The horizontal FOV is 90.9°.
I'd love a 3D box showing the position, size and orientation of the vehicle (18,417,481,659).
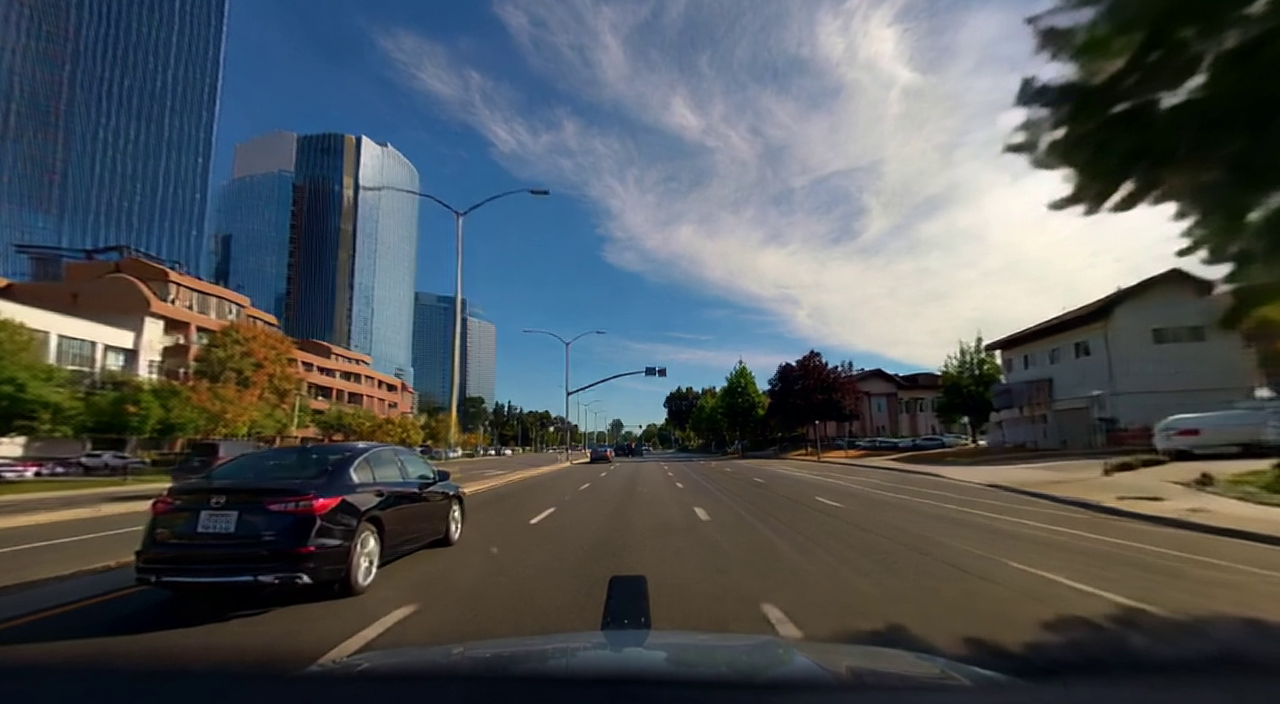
[{"bbox_3d":[-3.344,1.627,6.723,2.009,1.489,4.543,-6,-8,0],"label":"vehicle"}]
